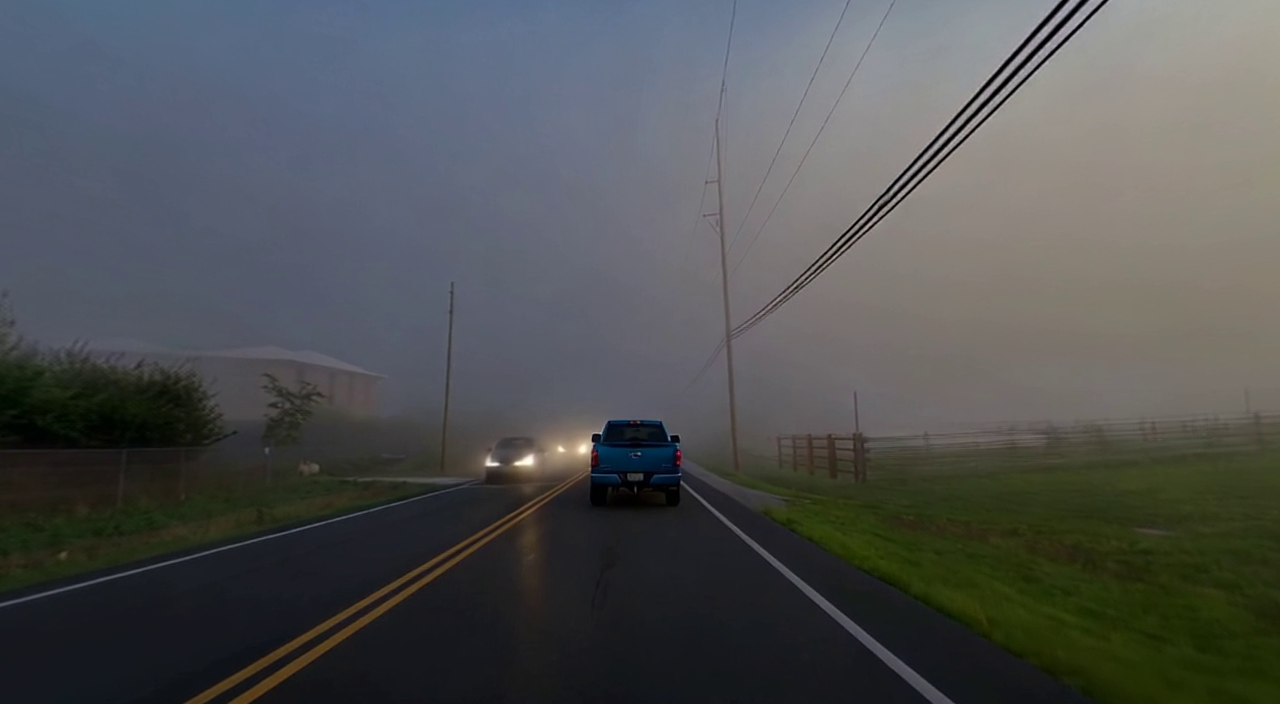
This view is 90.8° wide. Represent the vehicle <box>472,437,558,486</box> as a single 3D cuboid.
[{"bbox_3d":[-4.086,3.654,21.419,1.935,1.489,4.495,0,-8,1],"label":"vehicle"}]

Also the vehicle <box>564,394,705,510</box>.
[{"bbox_3d":[-0.155,2.350,15.146,2.693,2.223,5.885,0,-8,-1],"label":"vehicle"}]
